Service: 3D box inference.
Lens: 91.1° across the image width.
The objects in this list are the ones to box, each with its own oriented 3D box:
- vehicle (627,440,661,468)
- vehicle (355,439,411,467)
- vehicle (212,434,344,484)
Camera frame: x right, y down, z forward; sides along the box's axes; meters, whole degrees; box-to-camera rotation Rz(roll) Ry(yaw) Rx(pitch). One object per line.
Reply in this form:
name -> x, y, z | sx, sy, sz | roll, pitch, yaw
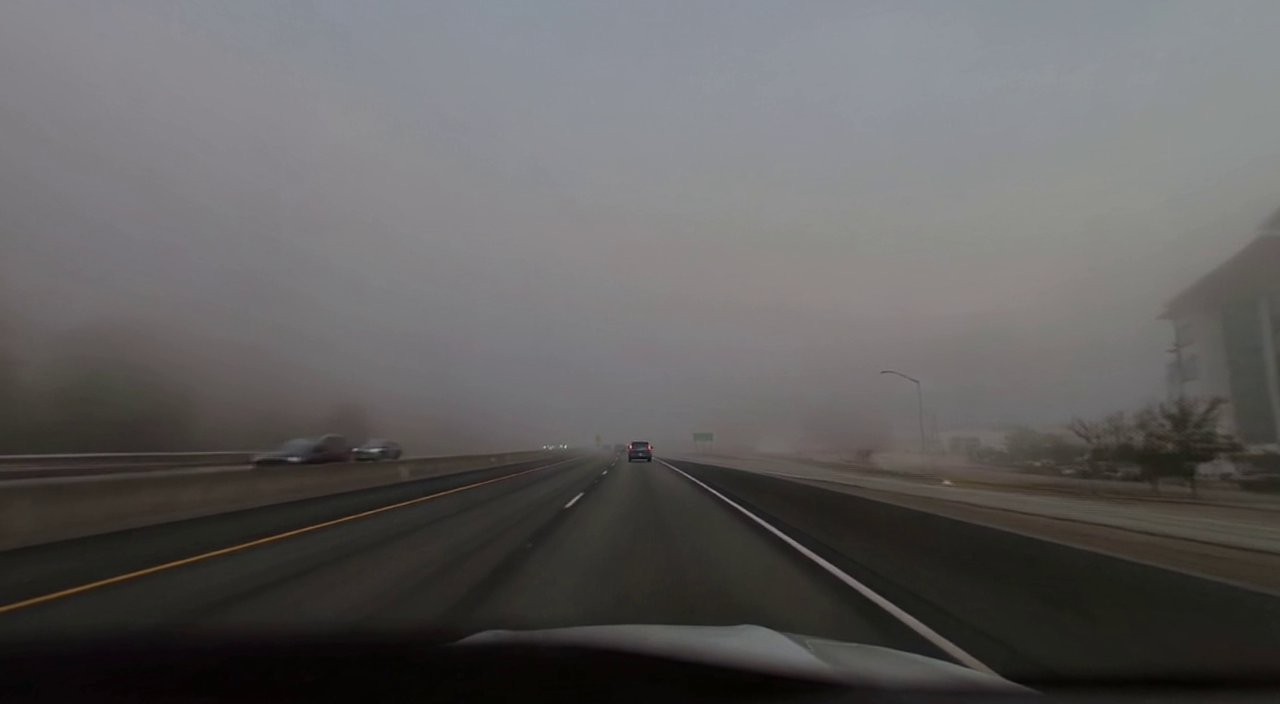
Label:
vehicle -> 0.221, 6.594, 40.696 | 2.029, 1.666, 4.064 | 0, -8, -2
vehicle -> -18.336, 7.202, 45.104 | 2.038, 1.858, 4.819 | 0, -8, -1
vehicle -> -13.535, 4.007, 23.891 | 2.175, 1.683, 4.737 | 0, -8, 0
